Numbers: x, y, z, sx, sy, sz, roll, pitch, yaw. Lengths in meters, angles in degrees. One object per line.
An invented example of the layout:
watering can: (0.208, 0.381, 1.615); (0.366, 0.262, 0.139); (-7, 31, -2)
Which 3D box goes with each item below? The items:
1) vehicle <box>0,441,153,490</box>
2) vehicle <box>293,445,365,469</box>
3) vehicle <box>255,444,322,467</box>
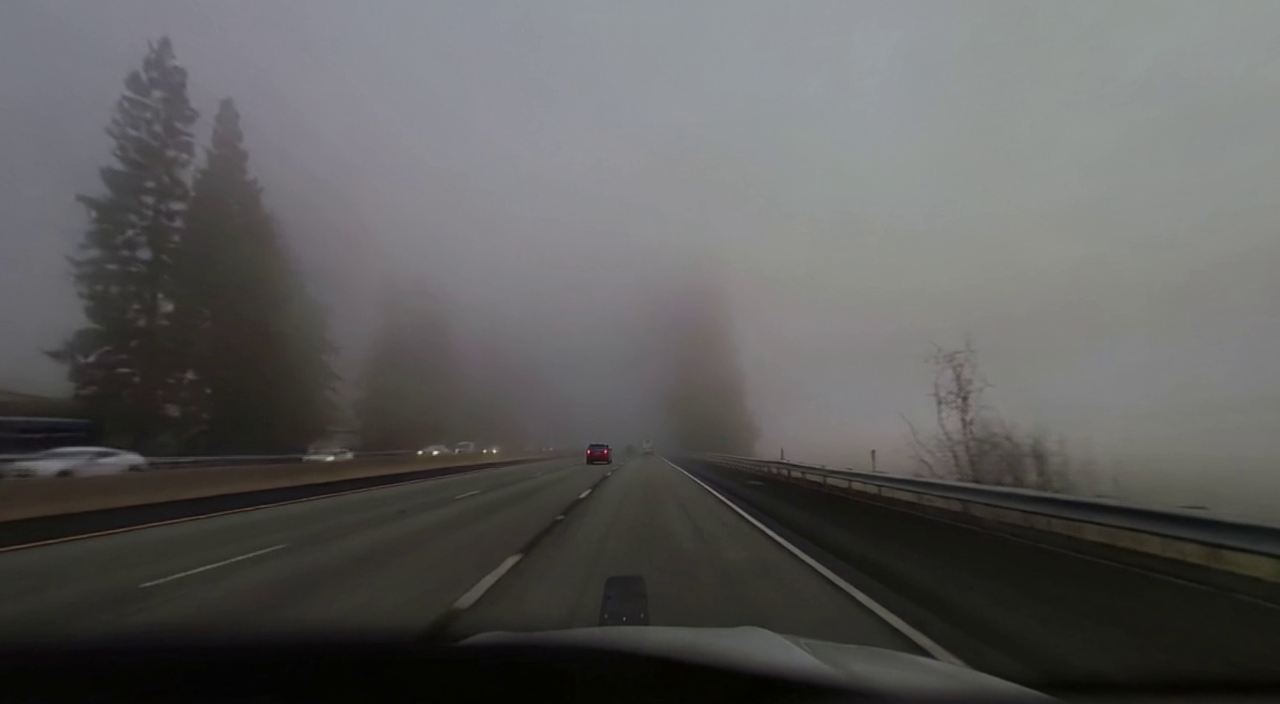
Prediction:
vehicle: (-21.016, 4.096, 23.283); (1.975, 1.598, 5.004); (0, -8, 1)
vehicle: (-20.820, 7.047, 42.485); (2.288, 1.498, 4.813); (0, -8, 1)
vehicle: (-25.725, 7.583, 46.361); (1.986, 1.555, 4.851); (0, -8, 2)
